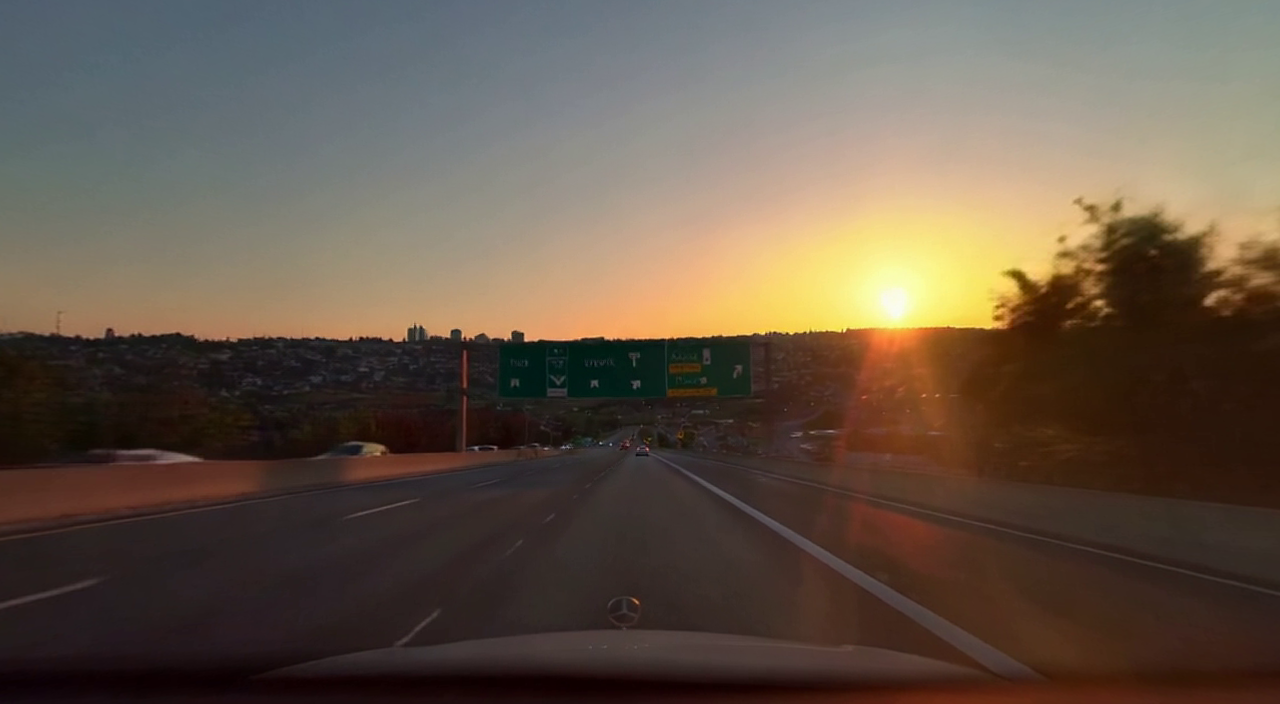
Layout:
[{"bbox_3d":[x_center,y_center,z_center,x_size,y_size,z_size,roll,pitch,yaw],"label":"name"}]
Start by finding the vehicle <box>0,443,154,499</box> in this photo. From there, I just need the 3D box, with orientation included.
[{"bbox_3d":[-18.586,3.763,20.364,2.163,1.564,4.548,0,-9,-1],"label":"vehicle"}]

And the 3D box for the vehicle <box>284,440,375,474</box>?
[{"bbox_3d":[-14.646,4.995,30.088,1.871,1.473,4.717,0,-9,1],"label":"vehicle"}]

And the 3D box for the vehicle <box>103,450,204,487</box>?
[{"bbox_3d":[-18.734,4.464,24.439,1.713,1.339,2.712,0,-9,0],"label":"vehicle"}]
